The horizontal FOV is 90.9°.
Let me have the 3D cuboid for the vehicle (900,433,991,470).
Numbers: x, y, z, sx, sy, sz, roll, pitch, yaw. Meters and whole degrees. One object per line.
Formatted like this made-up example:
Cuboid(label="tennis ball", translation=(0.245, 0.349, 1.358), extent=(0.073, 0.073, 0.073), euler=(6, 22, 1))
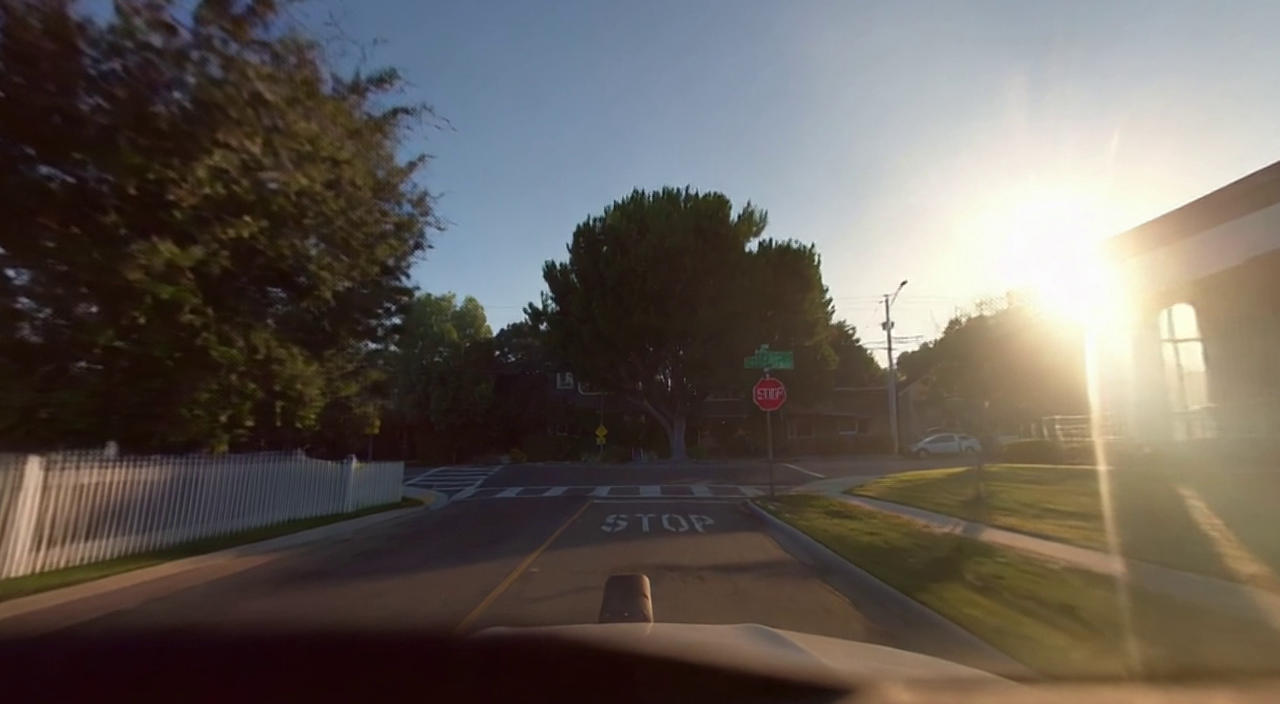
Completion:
Cuboid(label="vehicle", translation=(18.973, 6.203, 39.381), extent=(2.395, 2.164, 4.475), euler=(5, -10, -26))
